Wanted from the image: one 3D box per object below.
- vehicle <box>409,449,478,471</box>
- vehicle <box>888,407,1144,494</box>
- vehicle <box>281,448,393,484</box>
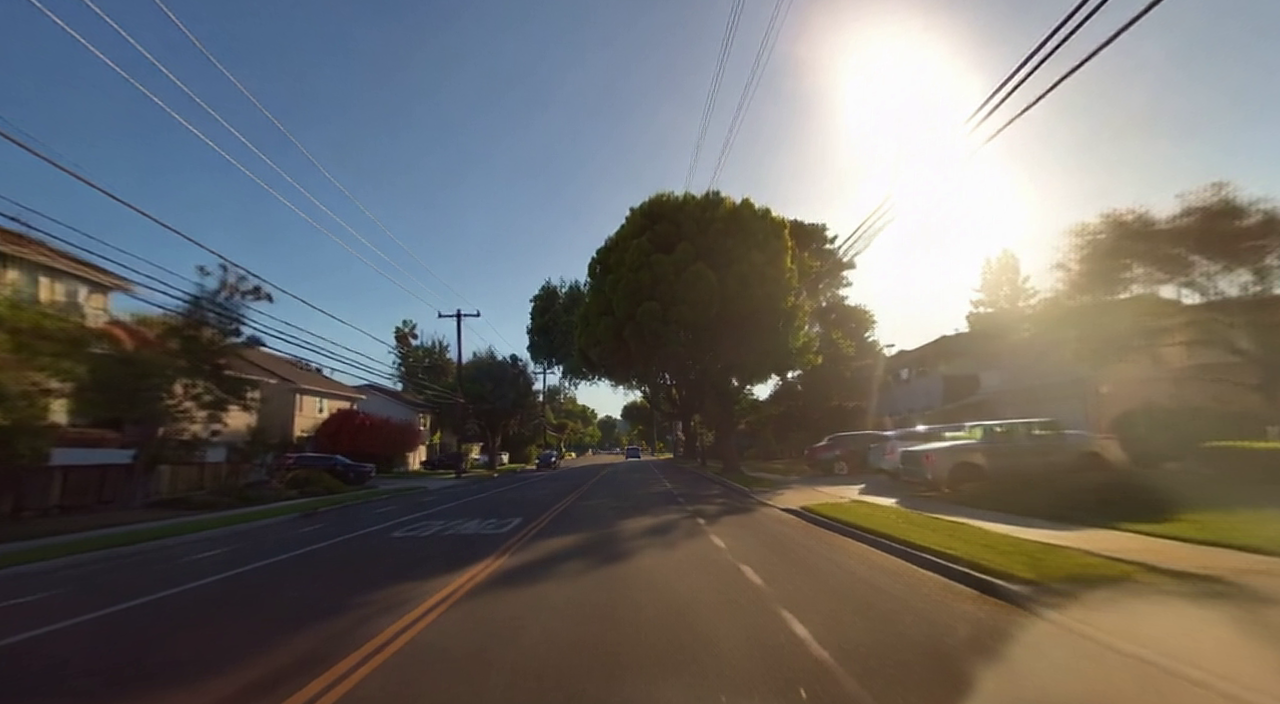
[{"bbox_3d":[-15.151,8.375,48.965,4.651,1.615,1.961,0,-9,2],"label":"vehicle"},{"bbox_3d":[8.877,2.377,15.320,4.747,1.942,2.158,0,-9,1],"label":"vehicle"},{"bbox_3d":[-15.078,5.676,31.643,4.501,1.689,2.106,0,-9,1],"label":"vehicle"}]
